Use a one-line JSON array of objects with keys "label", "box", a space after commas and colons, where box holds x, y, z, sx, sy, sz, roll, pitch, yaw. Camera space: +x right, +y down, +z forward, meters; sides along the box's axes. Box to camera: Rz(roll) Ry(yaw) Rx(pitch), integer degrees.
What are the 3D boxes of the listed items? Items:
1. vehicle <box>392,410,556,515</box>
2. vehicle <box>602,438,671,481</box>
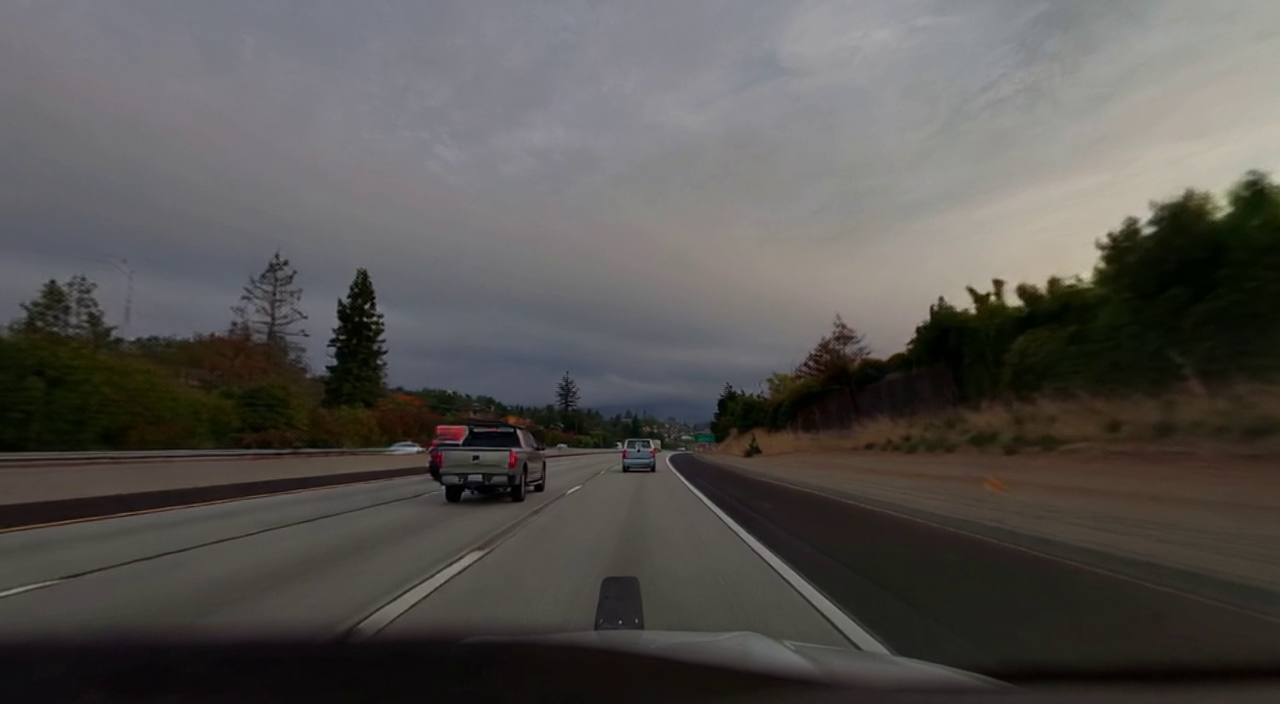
[{"label": "vehicle", "box": [-3.445, 2.443, 14.312, 2.250, 1.947, 4.860, 0, -9, 2]}, {"label": "vehicle", "box": [-0.099, 4.623, 27.475, 2.715, 1.669, 5.163, 0, -9, 1]}]
